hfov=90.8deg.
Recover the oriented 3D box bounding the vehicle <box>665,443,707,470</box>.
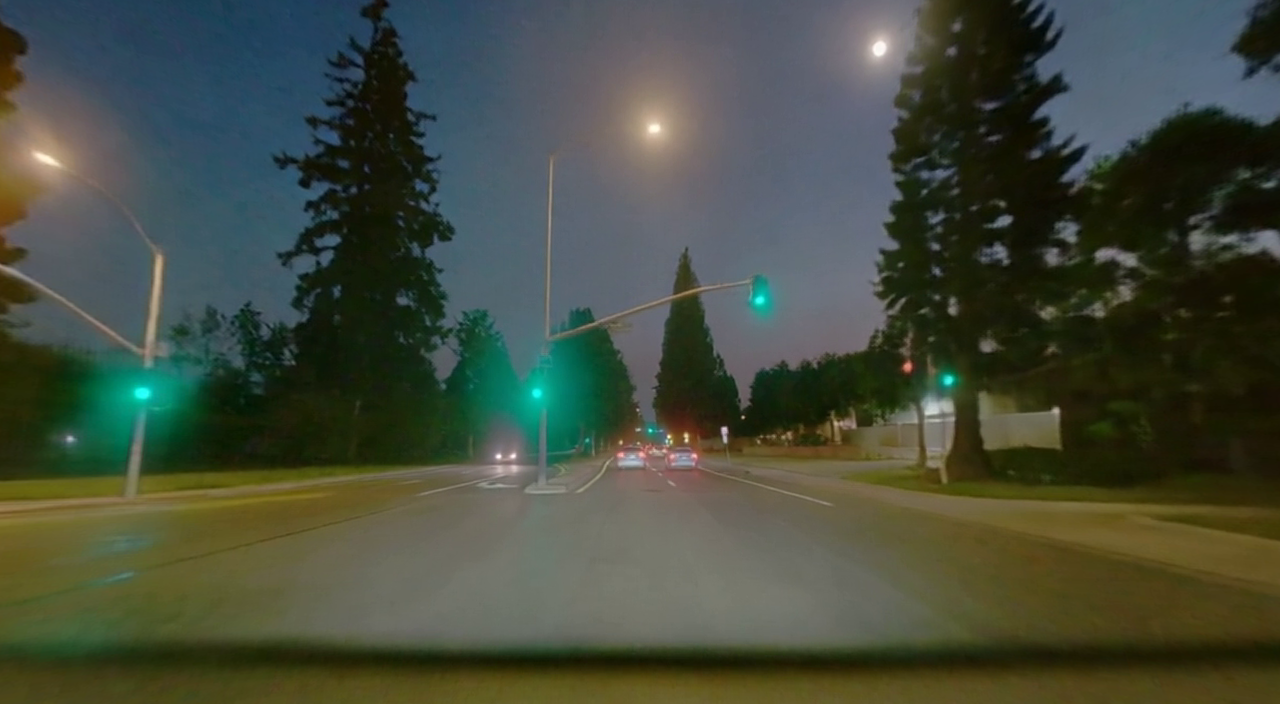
[{"bbox_3d":[2.751,6.324,38.454,2.057,1.496,4.401,0,-8,-2],"label":"vehicle"}]

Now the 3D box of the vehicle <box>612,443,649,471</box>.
[{"bbox_3d":[-0.565,5.938,36.002,2.018,1.511,3.993,0,-8,-1],"label":"vehicle"}]
